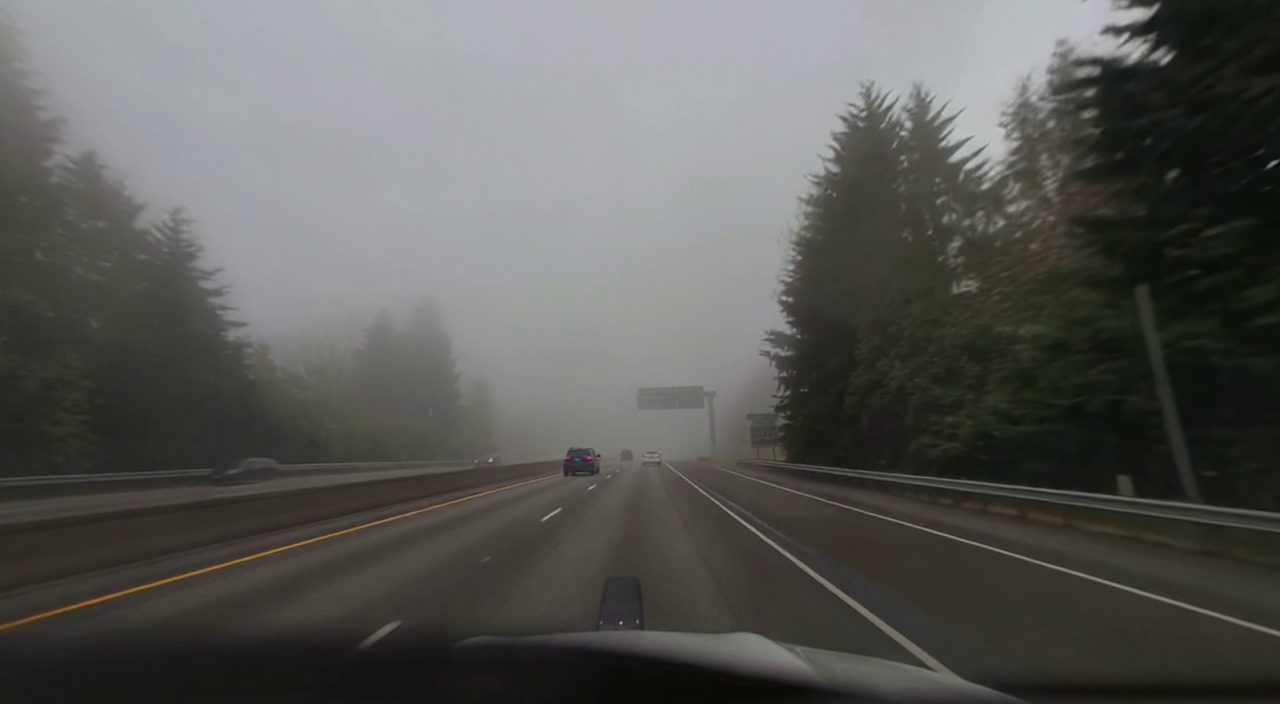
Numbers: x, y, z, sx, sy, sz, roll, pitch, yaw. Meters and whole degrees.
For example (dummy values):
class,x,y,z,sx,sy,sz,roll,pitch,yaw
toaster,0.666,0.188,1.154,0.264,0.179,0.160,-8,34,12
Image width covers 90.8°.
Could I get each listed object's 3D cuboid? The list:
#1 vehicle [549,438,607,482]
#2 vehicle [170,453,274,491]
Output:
class,x,y,z,sx,sy,sz,roll,pitch,yaw
vehicle,-2.782,4.955,29.113,2.143,1.853,4.123,-1,-9,2
vehicle,-20.471,5.880,31.197,1.911,1.690,4.546,0,-9,1
